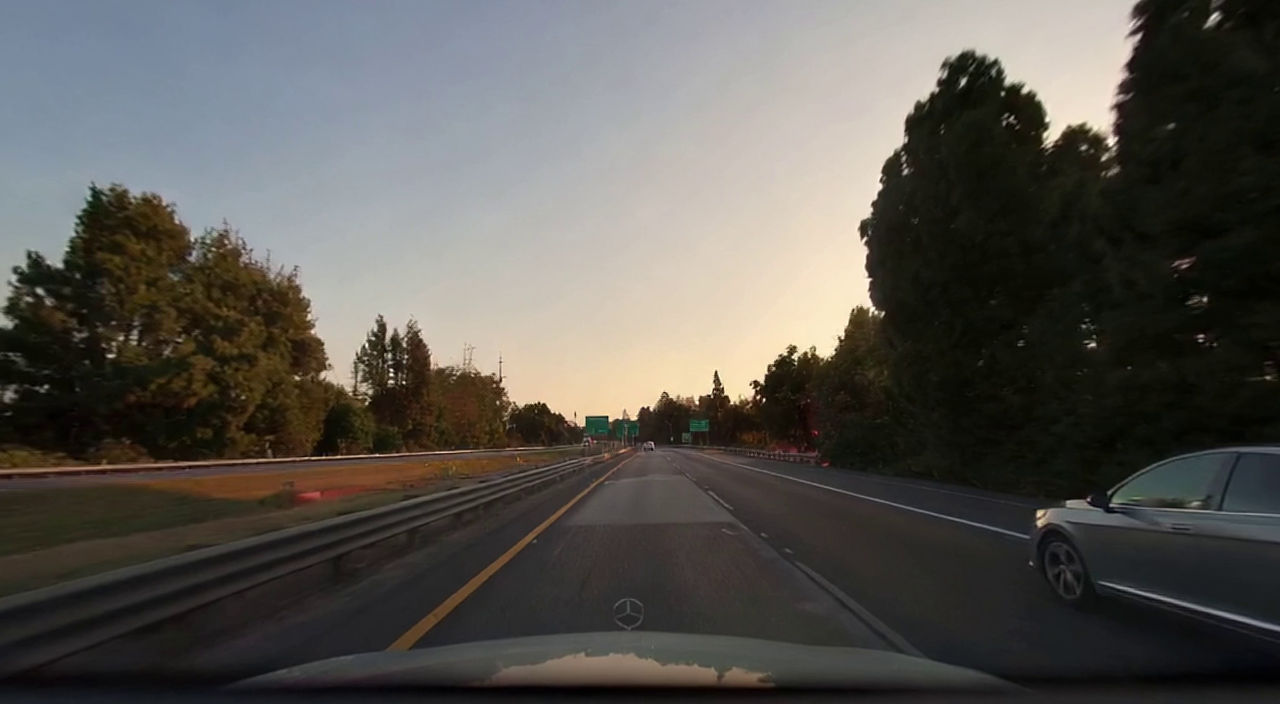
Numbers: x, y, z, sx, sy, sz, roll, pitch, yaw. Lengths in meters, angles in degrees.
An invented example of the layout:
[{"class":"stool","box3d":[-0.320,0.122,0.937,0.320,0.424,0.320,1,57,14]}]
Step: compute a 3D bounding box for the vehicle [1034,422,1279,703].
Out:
[{"class":"vehicle","box3d":[3.611,0.884,1.764,1.959,1.428,4.828,0,-8,1]}]
